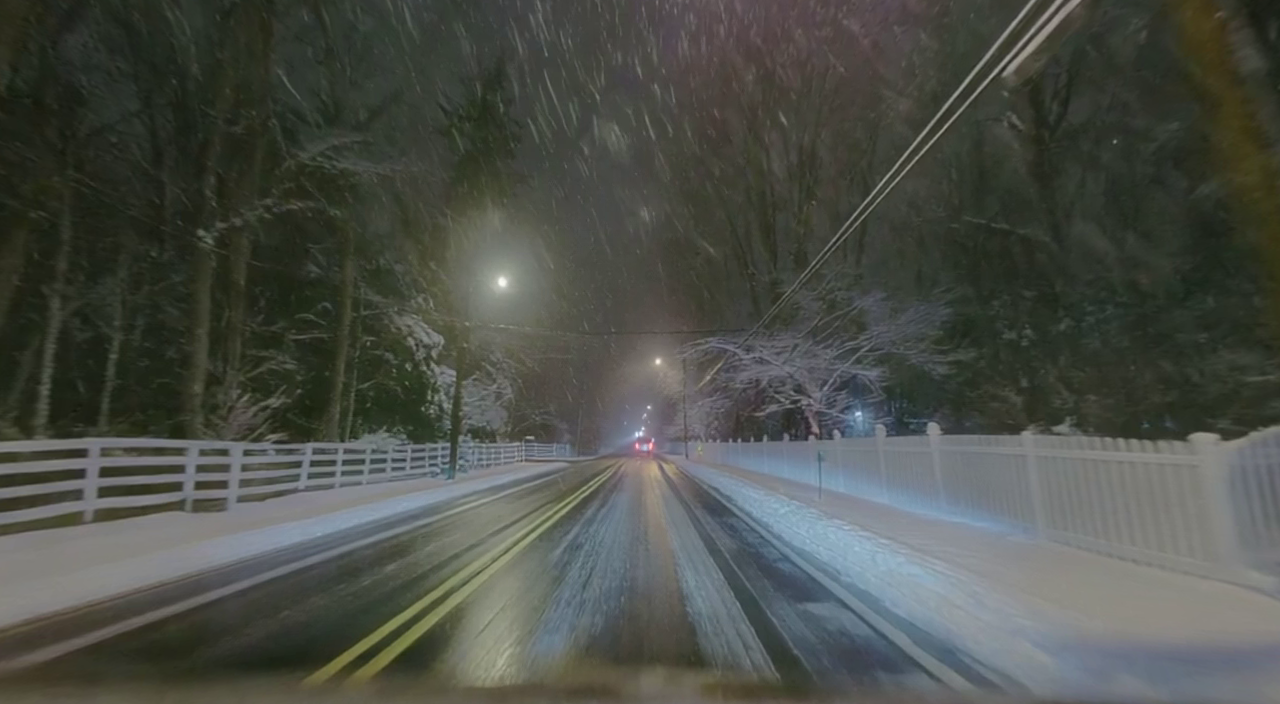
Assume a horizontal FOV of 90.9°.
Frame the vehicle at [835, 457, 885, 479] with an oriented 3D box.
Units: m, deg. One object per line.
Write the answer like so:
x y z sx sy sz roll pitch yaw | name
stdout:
16.332 8.616 47.014 2.001 1.450 4.481 0 -9 -2 | vehicle

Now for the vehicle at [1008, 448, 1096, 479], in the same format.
21.867 5.938 33.629 1.782 1.451 3.741 -2 -10 -7 | vehicle

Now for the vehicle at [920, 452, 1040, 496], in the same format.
18.373 6.592 34.465 2.328 1.955 5.699 -2 -9 -14 | vehicle

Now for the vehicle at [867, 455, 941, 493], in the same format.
14.546 6.714 35.119 2.009 1.781 5.311 -1 -8 2 | vehicle
